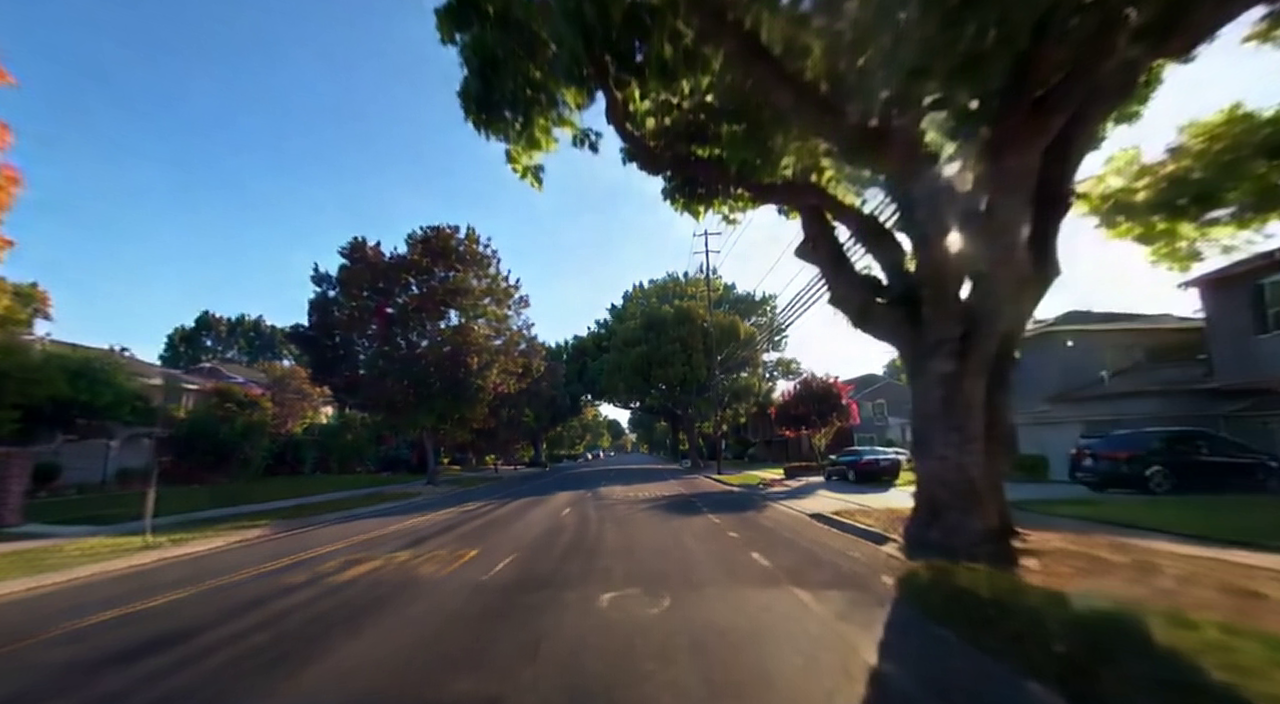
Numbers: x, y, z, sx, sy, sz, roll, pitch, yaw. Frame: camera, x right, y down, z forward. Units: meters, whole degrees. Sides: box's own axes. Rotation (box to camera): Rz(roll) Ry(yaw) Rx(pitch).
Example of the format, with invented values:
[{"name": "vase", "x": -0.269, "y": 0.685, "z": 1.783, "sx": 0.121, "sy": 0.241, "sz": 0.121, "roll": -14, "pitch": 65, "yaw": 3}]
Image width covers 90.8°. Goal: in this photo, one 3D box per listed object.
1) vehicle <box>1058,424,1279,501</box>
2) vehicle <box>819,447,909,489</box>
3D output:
[{"name": "vehicle", "x": 15.196, "y": 3.053, "z": 17.650, "sx": 5.188, "sy": 1.955, "sz": 2.444, "roll": 0, "pitch": -9, "yaw": 1}, {"name": "vehicle", "x": 8.694, "y": 4.502, "z": 24.936, "sx": 1.811, "sy": 1.491, "sz": 4.407, "roll": 0, "pitch": -9, "yaw": -2}]
